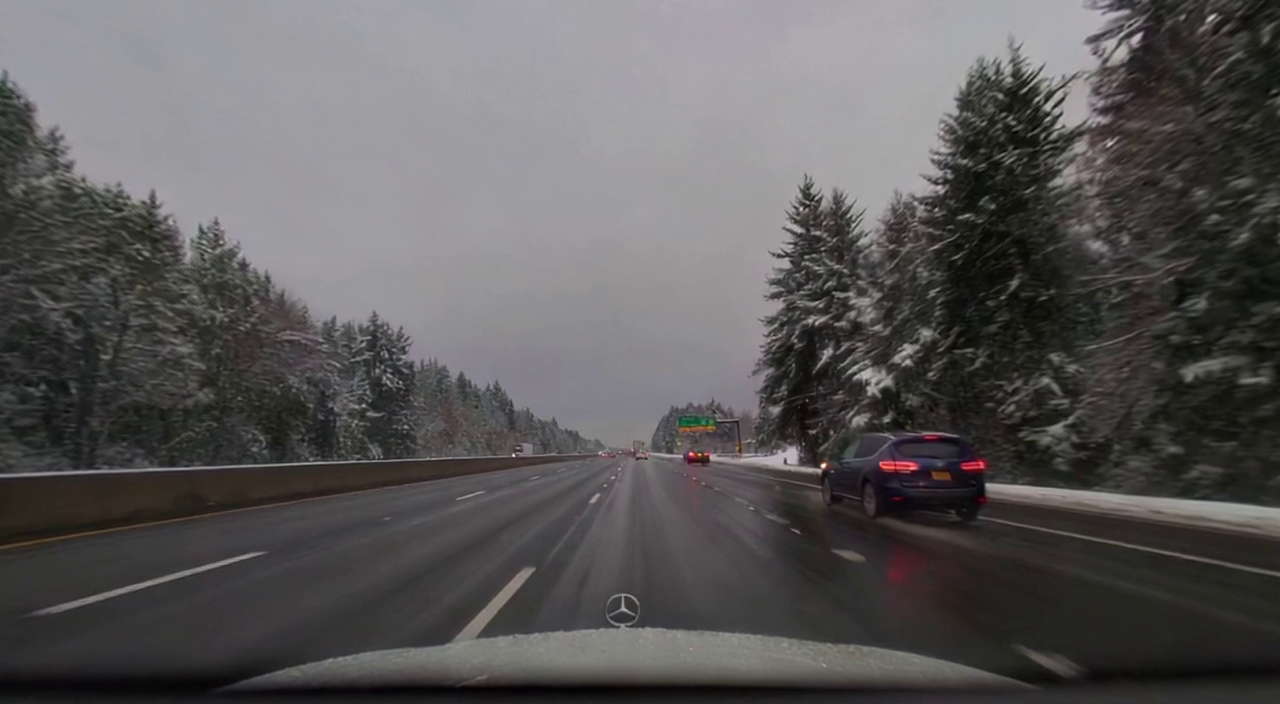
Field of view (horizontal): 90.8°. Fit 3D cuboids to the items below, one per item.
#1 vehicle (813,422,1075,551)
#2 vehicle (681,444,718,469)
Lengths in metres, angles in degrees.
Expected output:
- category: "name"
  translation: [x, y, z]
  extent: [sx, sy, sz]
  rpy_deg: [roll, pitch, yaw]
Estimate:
- category: "vehicle"
  translation: [4.459, 2.036, 10.245]
  extent: [1.929, 1.604, 4.478]
  rpy_deg: [0, -9, -1]
- category: "vehicle"
  translation: [4.300, 7.616, 46.249]
  extent: [2.096, 1.712, 4.697]
  rpy_deg: [0, -9, -1]
